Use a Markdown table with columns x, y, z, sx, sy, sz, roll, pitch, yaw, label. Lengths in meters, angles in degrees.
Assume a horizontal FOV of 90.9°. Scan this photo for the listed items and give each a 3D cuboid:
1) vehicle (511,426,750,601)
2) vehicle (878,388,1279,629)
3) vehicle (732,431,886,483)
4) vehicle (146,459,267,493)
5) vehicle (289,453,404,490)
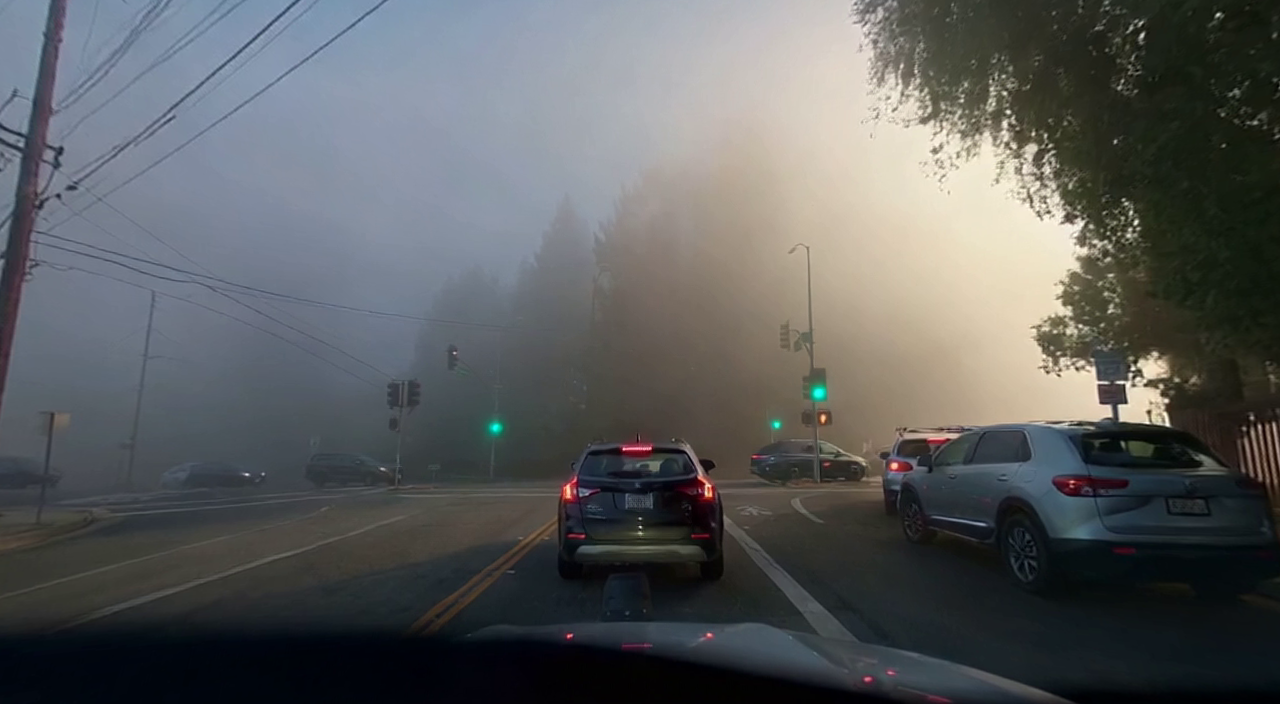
| x | y | z | sx | sy | sz | roll | pitch | yaw | label |
| --- | --- | --- | --- | --- | --- | --- | --- | --- | --- |
| -0.019 | 1.744 | 7.826 | 2.078 | 1.506 | 4.512 | 0 | -8 | 2 | vehicle |
| 4.618 | 1.566 | 7.383 | 2.095 | 1.836 | 4.895 | -1 | -8 | 5 | vehicle |
| 6.798 | 4.321 | 26.123 | 5.857 | 2.016 | 2.273 | -1 | -8 | 7 | vehicle |
| -21.064 | 6.003 | 30.673 | 4.736 | 1.475 | 1.921 | -2 | -8 | 9 | vehicle |
| -13.776 | 5.595 | 29.660 | 4.485 | 1.625 | 1.980 | -2 | -9 | 9 | vehicle |
